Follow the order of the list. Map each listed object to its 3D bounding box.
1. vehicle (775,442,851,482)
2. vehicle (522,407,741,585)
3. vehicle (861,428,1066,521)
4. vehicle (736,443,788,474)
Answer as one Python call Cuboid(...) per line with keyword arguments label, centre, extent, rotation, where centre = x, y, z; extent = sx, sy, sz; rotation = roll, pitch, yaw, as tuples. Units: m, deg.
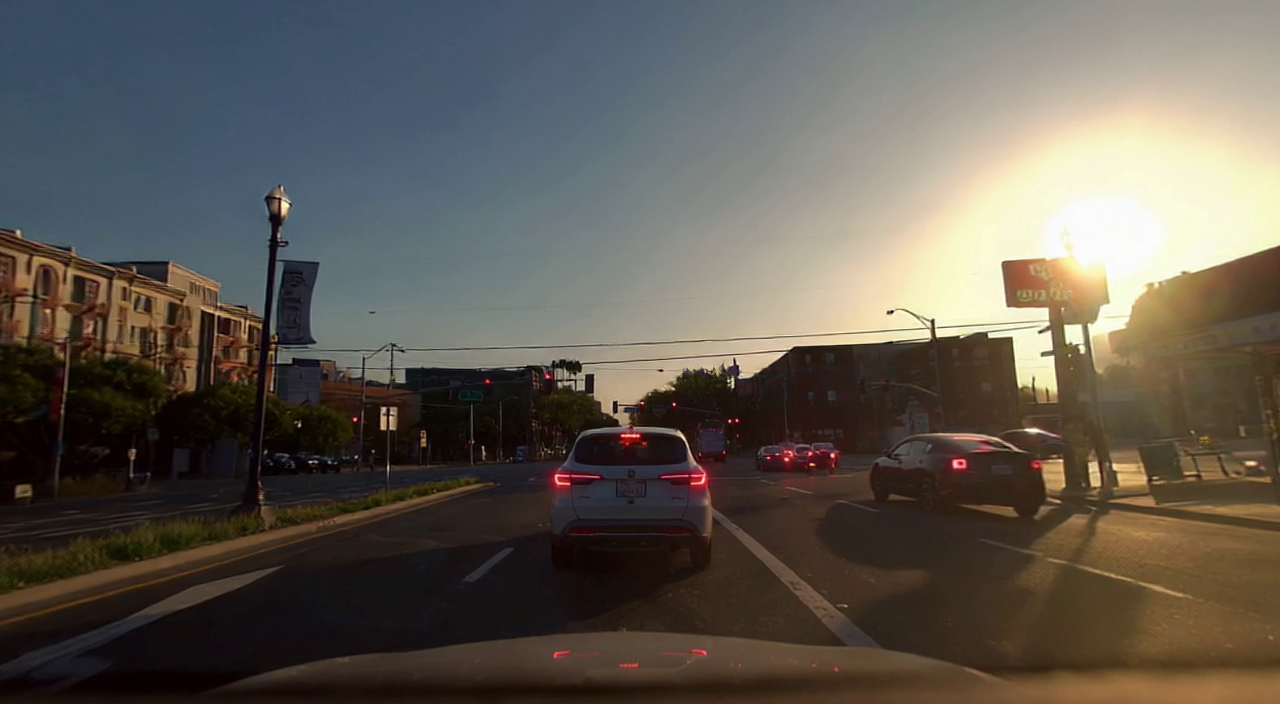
Cuboid(label="vehicle", centre=(6.844, 4.398, 25.415), extent=(1.833, 1.452, 4.237), rotation=(0, -8, -1))
Cuboid(label="vehicle", centre=(-0.065, 1.688, 8.114), extent=(2.115, 1.700, 3.901), rotation=(0, -8, 1))
Cuboid(label="vehicle", centre=(6.679, 2.566, 13.752), extent=(2.072, 1.652, 4.611), rotation=(0, -8, 1))
Cuboid(label="vehicle", centre=(6.254, 5.455, 32.631), extent=(1.961, 1.477, 4.454), rotation=(0, -9, 2))
